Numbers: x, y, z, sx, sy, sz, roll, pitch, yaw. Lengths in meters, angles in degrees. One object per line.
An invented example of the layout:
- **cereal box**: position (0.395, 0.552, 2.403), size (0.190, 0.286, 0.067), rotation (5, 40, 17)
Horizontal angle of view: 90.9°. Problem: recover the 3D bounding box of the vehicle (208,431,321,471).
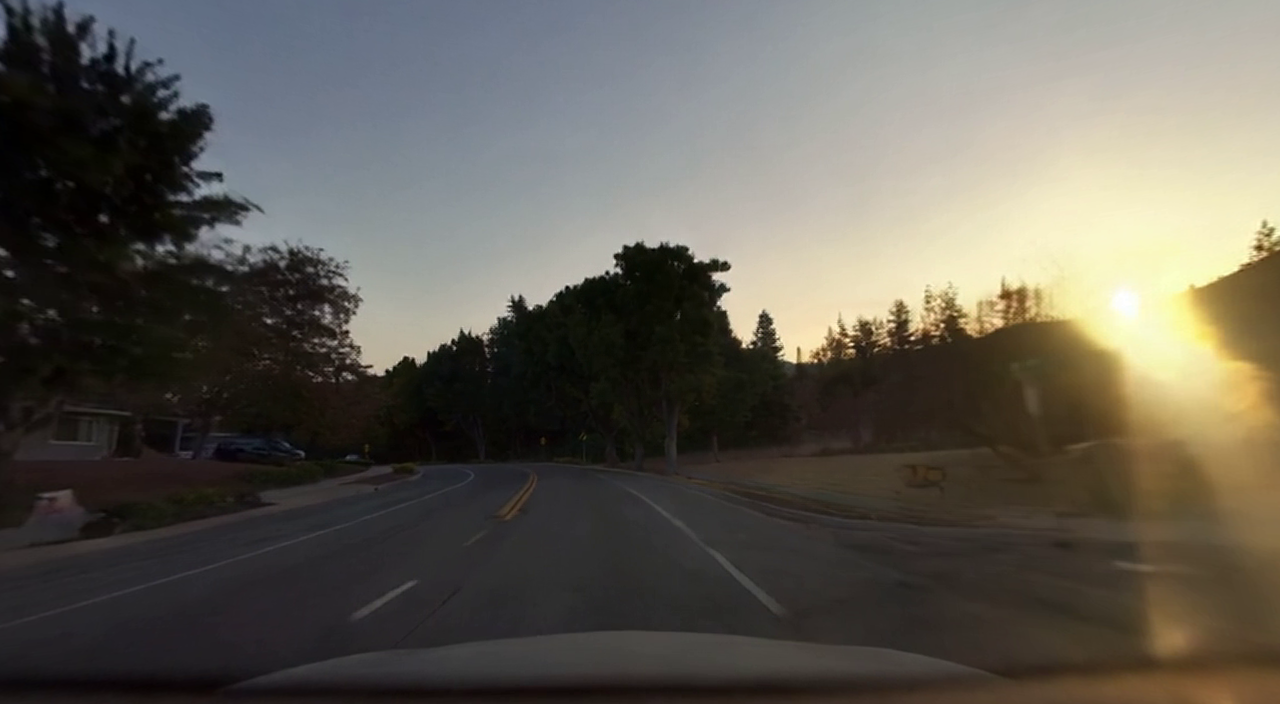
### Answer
- **vehicle**: position (-18.674, 4.918, 31.432), size (4.562, 1.857, 2.129), rotation (-1, -9, 16)
